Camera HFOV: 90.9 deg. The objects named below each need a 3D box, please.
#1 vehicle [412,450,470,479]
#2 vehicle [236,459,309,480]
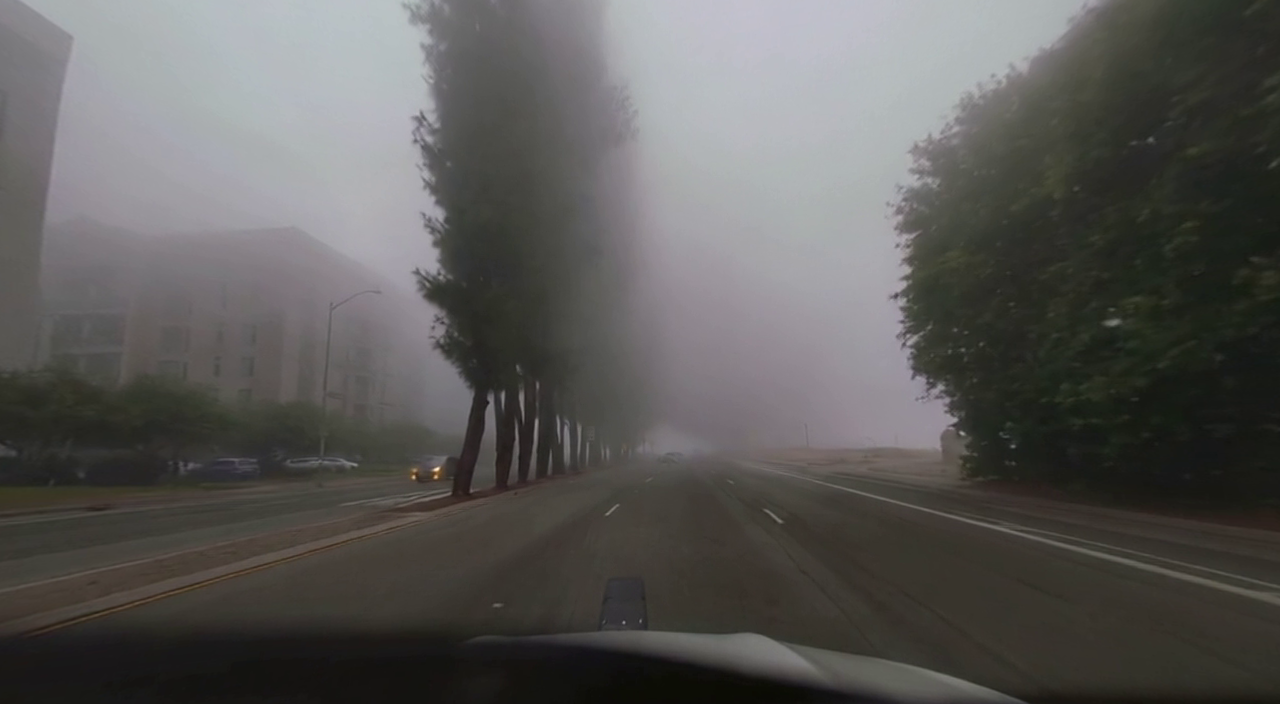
[{"bbox_3d":[-12.912,7.316,41.228,1.915,1.721,4.402,-1,-8,7],"label":"vehicle"},{"bbox_3d":[-27.733,8.852,47.672,4.380,1.461,1.754,-1,-8,3],"label":"vehicle"}]
